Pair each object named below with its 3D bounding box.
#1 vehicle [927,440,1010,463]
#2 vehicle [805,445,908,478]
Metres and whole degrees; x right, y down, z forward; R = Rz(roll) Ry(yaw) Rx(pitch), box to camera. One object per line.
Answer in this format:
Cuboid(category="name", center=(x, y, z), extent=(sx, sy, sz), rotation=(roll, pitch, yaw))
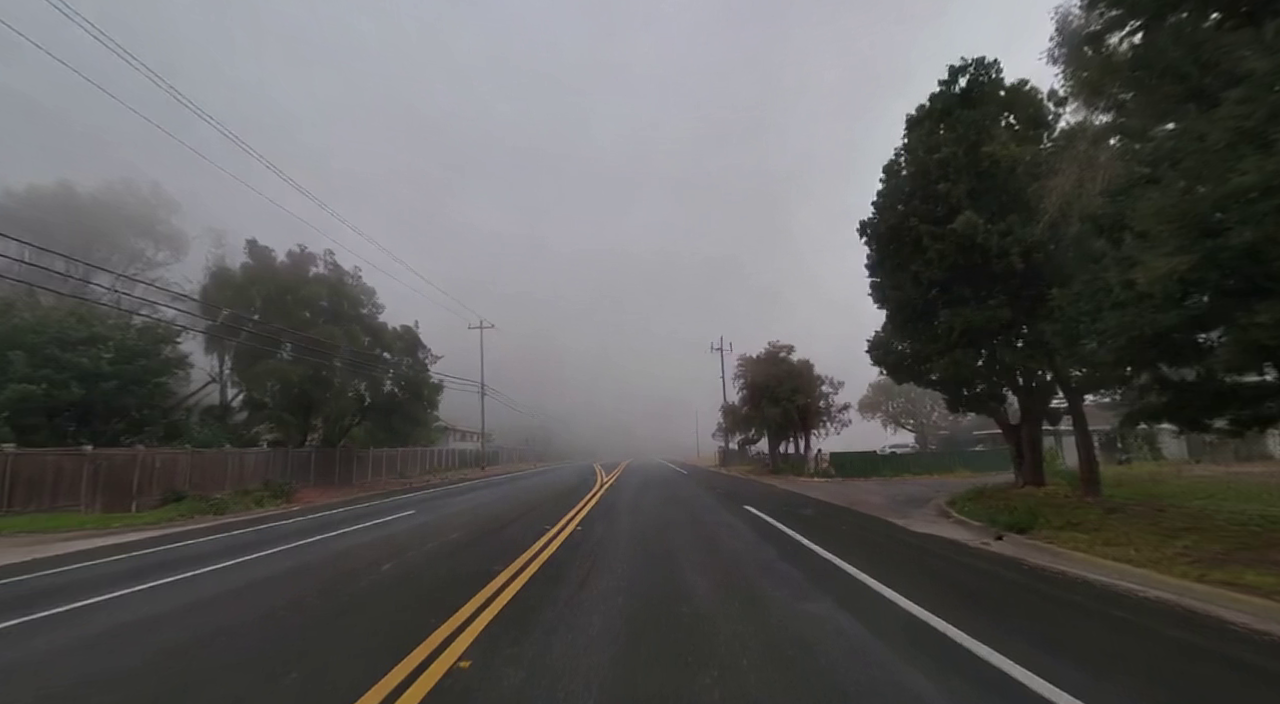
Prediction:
Cuboid(category="vehicle", center=(22.277, 6.765, 42.711), extent=(4.490, 1.470, 1.979), rotation=(0, -8, 3))
Cuboid(category="vehicle", center=(10.574, 5.327, 30.751), extent=(4.540, 1.505, 2.021), rotation=(-3, -9, 21))
